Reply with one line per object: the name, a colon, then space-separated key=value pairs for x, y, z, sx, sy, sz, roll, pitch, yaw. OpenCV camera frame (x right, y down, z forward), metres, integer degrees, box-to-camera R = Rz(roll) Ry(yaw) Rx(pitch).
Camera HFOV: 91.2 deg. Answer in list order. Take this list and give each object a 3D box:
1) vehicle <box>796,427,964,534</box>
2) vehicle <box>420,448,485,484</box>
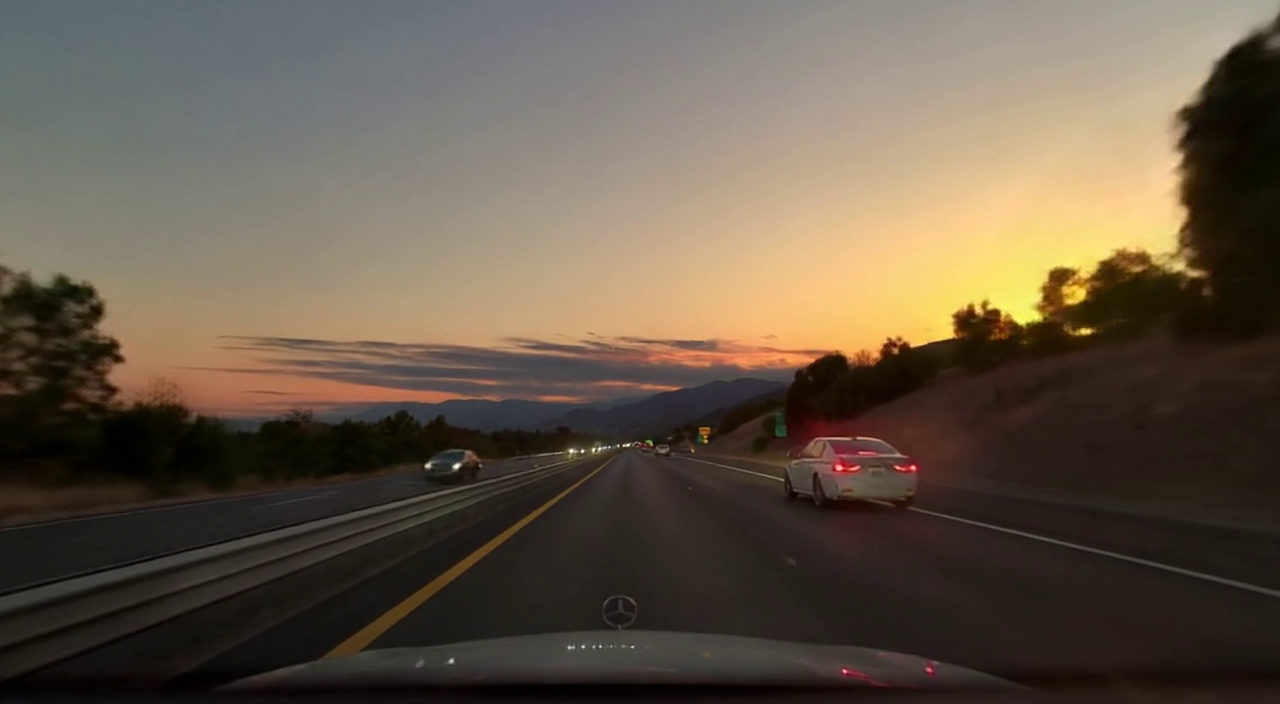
vehicle: x=4.065 y=2.220 z=11.418 sx=2.001 sy=1.555 sz=4.098 roll=-2 pitch=-9 yaw=9
vehicle: x=-9.094 y=5.546 z=30.839 sx=1.963 sy=1.577 sz=4.320 roll=0 pitch=-9 yaw=-1
